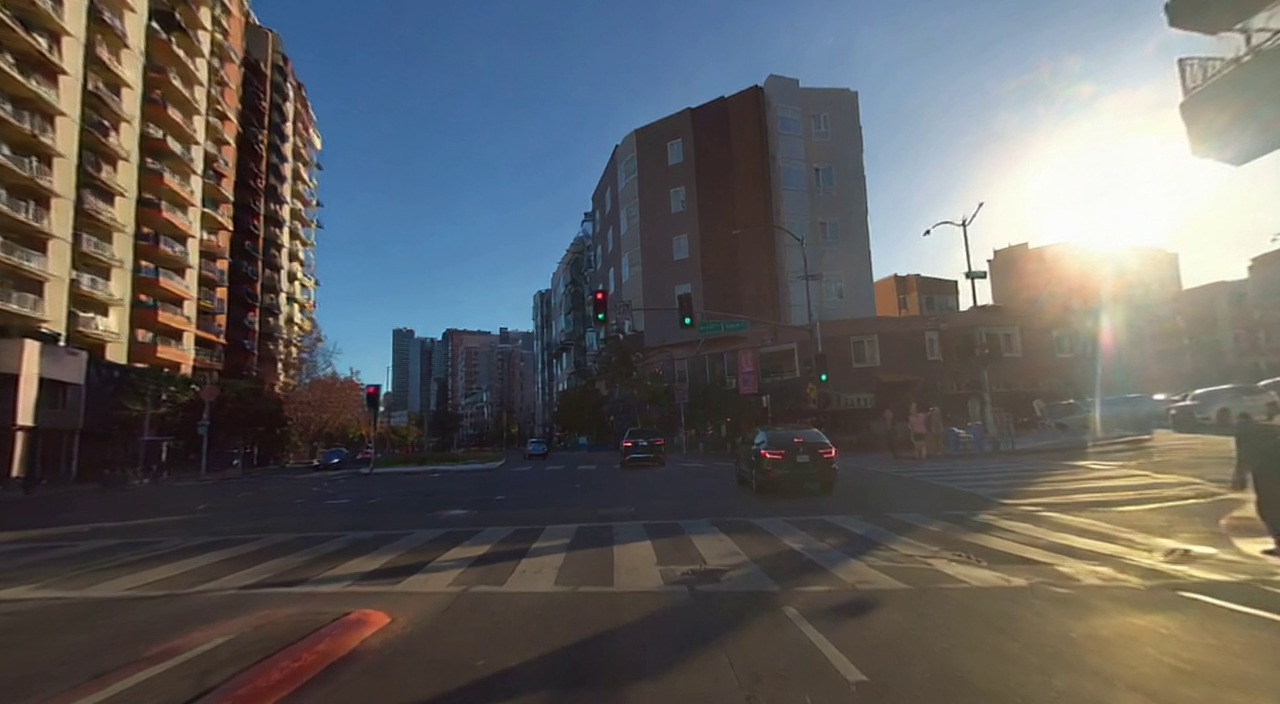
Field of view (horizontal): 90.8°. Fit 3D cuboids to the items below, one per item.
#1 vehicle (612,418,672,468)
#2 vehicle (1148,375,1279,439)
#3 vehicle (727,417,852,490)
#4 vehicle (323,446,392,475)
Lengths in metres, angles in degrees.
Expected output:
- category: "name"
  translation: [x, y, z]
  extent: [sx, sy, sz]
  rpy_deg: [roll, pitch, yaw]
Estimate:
- category: "vehicle"
  translation: [0.113, 3.612, 25.015]
  extent: [2.168, 1.776, 4.135]
  rpy_deg: [0, -9, 1]
- category: "vehicle"
  translation: [20.239, 1.729, 20.627]
  extent: [5.146, 1.699, 2.269]
  rpy_deg: [-5, -10, 0]
- category: "vehicle"
  translation: [3.495, 2.497, 15.761]
  extent: [1.987, 1.538, 4.510]
  rpy_deg: [0, -9, 0]
- category: "vehicle"
  translation: [-17.165, 6.594, 38.674]
  extent: [2.011, 1.630, 4.541]
  rpy_deg: [0, -9, 1]
